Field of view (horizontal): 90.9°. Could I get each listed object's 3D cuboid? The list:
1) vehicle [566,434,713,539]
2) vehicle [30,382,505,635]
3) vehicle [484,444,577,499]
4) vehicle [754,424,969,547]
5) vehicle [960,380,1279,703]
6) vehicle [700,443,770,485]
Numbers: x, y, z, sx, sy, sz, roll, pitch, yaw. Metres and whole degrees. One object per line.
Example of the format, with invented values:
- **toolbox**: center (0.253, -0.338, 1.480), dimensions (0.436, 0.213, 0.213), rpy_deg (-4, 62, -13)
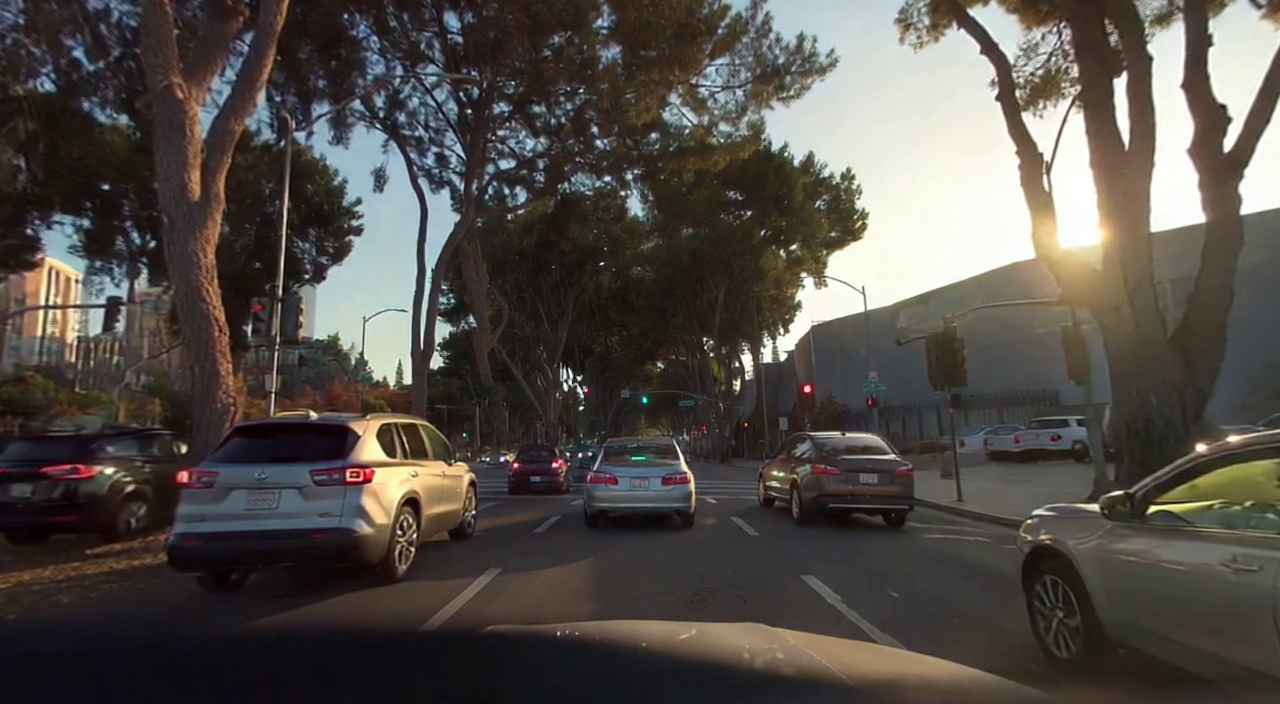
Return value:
- **vehicle**: center (-0.008, 2.272, 11.265), dimensions (2.147, 1.507, 3.953), rpy_deg (0, -8, 0)
- **vehicle**: center (-3.107, 1.435, 6.779), dimensions (2.168, 1.750, 4.625), rpy_deg (-1, -8, 2)
- **vehicle**: center (-3.097, 3.459, 18.729), dimensions (1.975, 1.420, 4.196), rpy_deg (0, -8, 1)
- **vehicle**: center (3.426, 2.156, 10.847), dimensions (2.040, 1.647, 4.379), rpy_deg (0, -8, -1)
- **vehicle**: center (3.302, 0.941, 2.597), dimensions (1.899, 1.588, 3.888), rpy_deg (0, -9, 0)
- **vehicle**: center (3.715, 4.452, 25.298), dimensions (2.137, 1.515, 3.841), rpy_deg (0, -8, -1)
